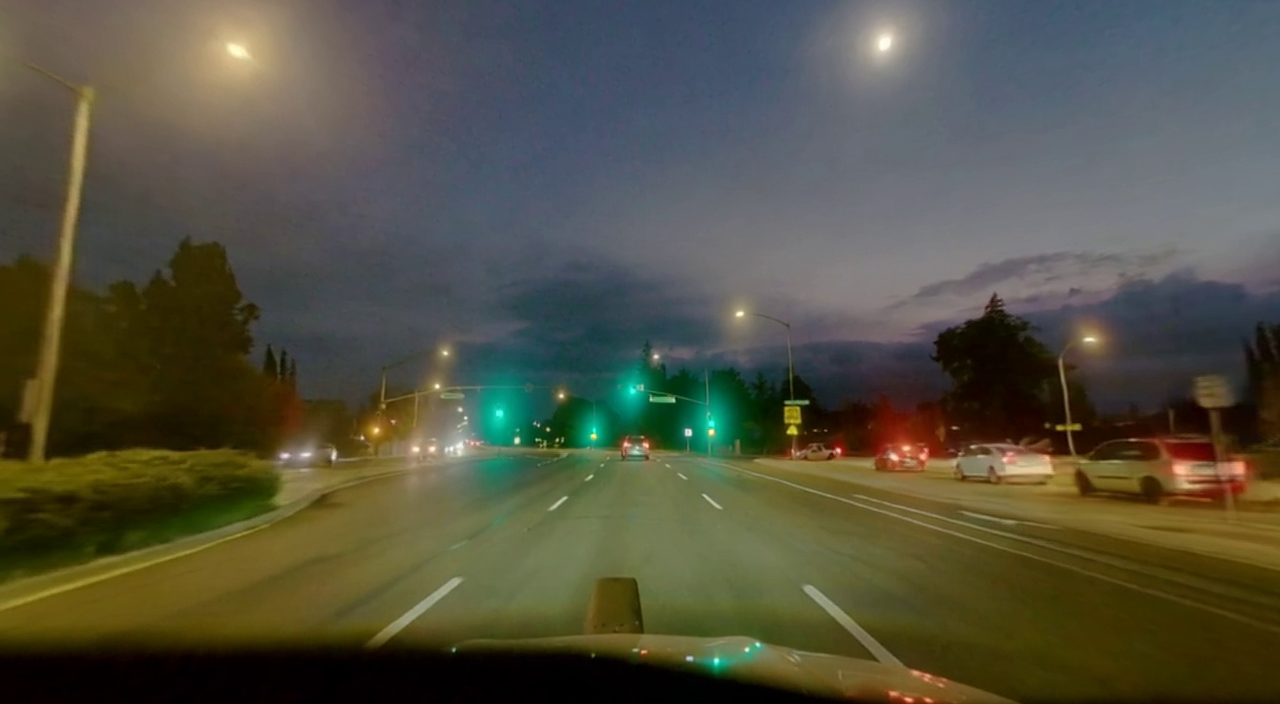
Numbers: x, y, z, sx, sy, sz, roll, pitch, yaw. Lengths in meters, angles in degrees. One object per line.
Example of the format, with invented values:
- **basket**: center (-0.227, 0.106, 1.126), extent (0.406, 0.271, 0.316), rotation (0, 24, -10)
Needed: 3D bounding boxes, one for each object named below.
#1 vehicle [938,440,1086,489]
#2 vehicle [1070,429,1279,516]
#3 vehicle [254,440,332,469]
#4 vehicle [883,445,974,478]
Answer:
- **vehicle**: center (12.502, 3.781, 21.716), extent (2.128, 1.467, 4.987), rotation (0, -8, 1)
- **vehicle**: center (12.658, 2.727, 14.856), extent (1.976, 1.706, 4.354), rotation (0, -8, 0)
- **vehicle**: center (-19.414, 5.732, 35.589), extent (1.918, 1.472, 4.360), rotation (0, -8, 0)
- **vehicle**: center (12.669, 4.799, 28.088), extent (1.903, 1.330, 4.470), rotation (0, -8, -1)
